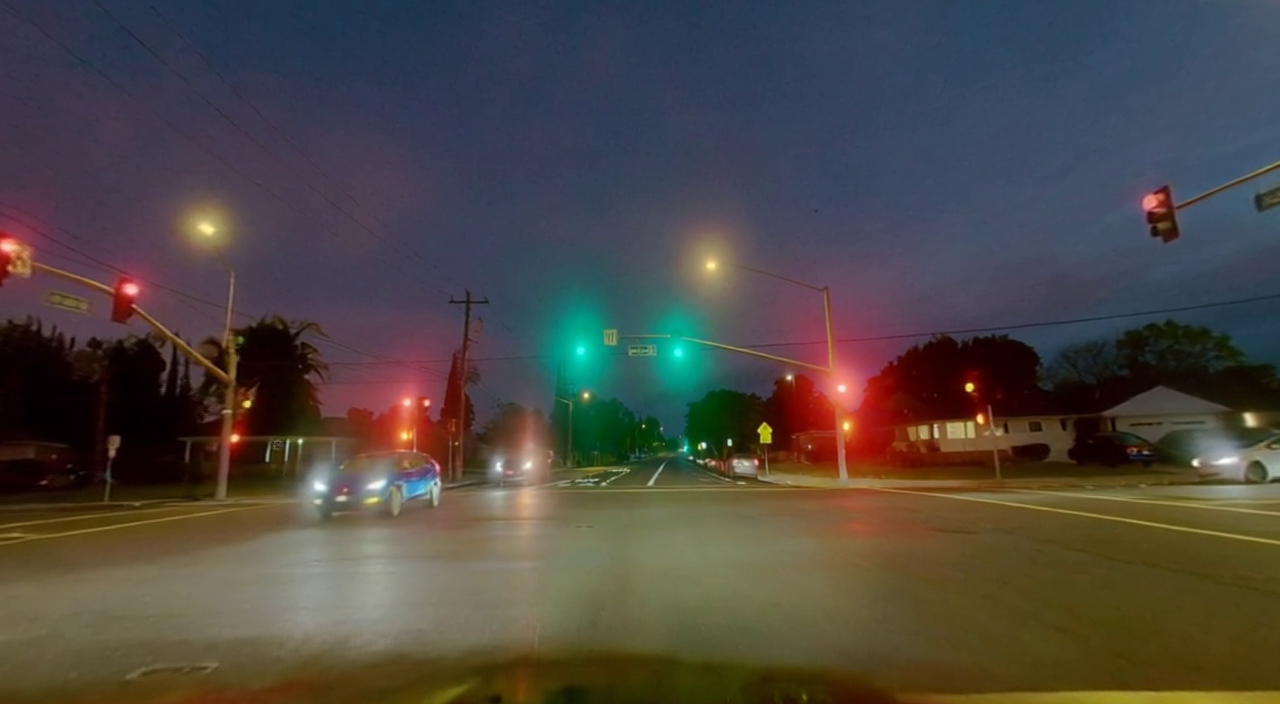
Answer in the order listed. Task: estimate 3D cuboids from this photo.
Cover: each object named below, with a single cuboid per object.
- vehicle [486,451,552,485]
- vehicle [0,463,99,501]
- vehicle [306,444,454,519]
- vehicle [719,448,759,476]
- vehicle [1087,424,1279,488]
[{"bbox_3d":[-6.199,6.018,33.143,2.270,1.605,4.958,0,-8,3],"label":"vehicle"},{"bbox_3d":[-30.197,6.381,31.266,2.106,1.586,5.009,-1,-8,4],"label":"vehicle"},{"bbox_3d":[-6.580,3.288,16.616,1.982,1.686,4.195,0,-8,2],"label":"vehicle"},{"bbox_3d":[6.088,6.781,39.257,1.891,1.611,4.269,0,-8,1],"label":"vehicle"},{"bbox_3d":[15.975,2.985,18.224,4.452,1.711,2.186,0,-8,1],"label":"vehicle"}]
